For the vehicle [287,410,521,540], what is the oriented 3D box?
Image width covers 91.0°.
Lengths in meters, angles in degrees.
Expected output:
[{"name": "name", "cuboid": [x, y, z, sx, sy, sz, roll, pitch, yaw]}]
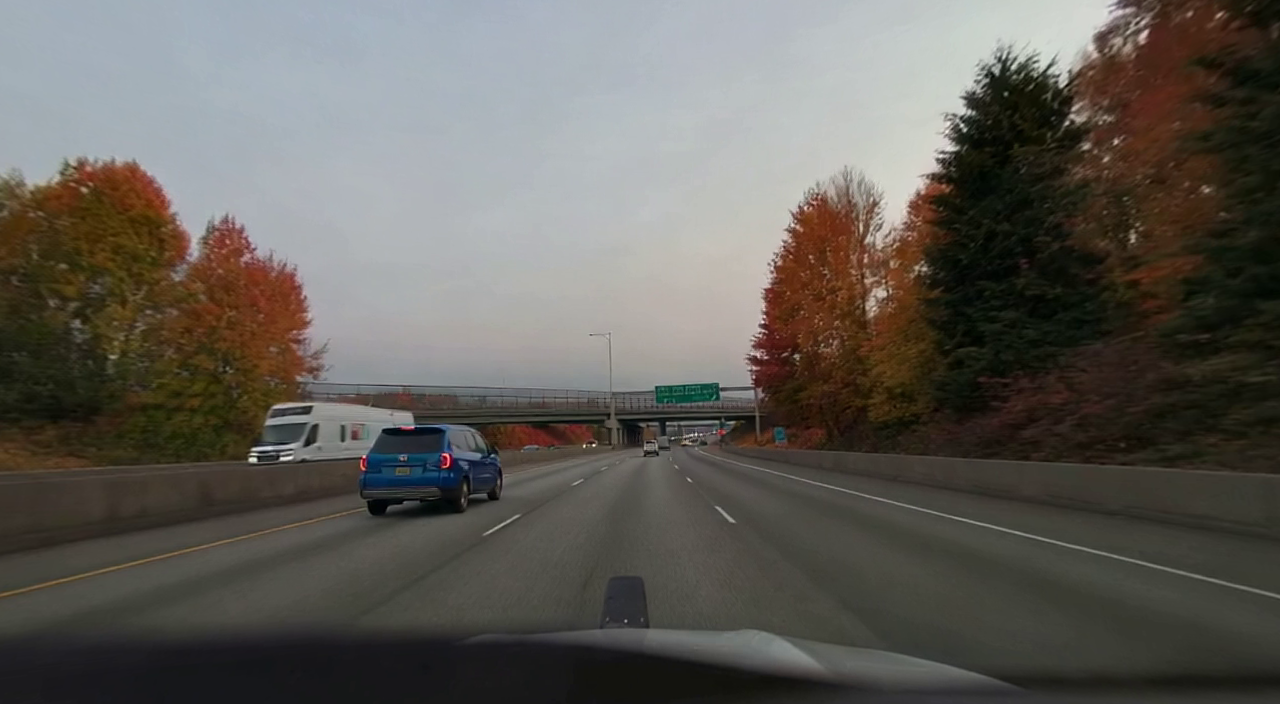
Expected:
[{"name": "vehicle", "cuboid": [-3.575, 1.966, 10.672, 2.177, 1.707, 4.432, 0, -8, 1]}]

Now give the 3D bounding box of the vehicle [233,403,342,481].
[{"name": "vehicle", "cuboid": [-19.602, 5.046, 35.336, 2.975, 4.053, 4.879, 0, -8, 2]}]
